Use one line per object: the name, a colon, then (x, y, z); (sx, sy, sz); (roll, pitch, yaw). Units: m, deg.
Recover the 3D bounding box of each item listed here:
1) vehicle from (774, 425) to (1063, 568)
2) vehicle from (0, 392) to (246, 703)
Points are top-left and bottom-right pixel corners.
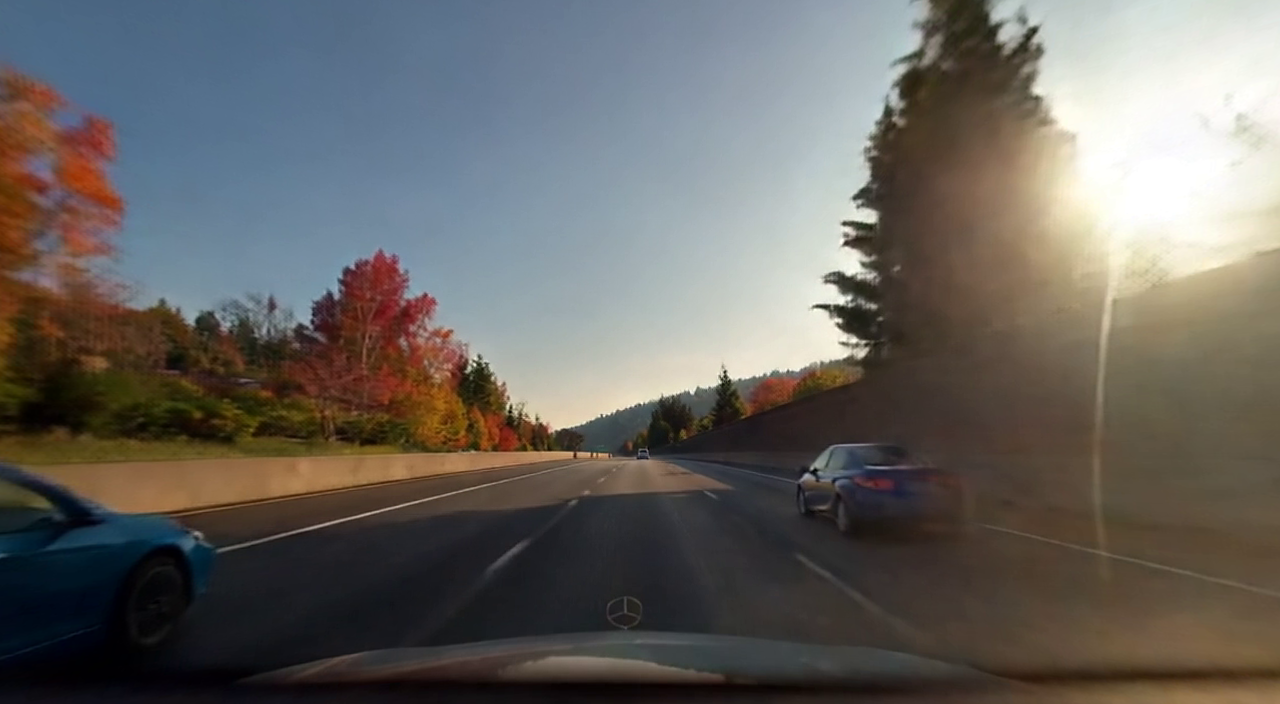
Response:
vehicle: (3.605, 1.960, 9.405); (2.146, 1.573, 4.661); (0, -9, -1)
vehicle: (-3.956, 0.896, 2.415); (2.010, 1.550, 4.376); (0, -9, 0)
